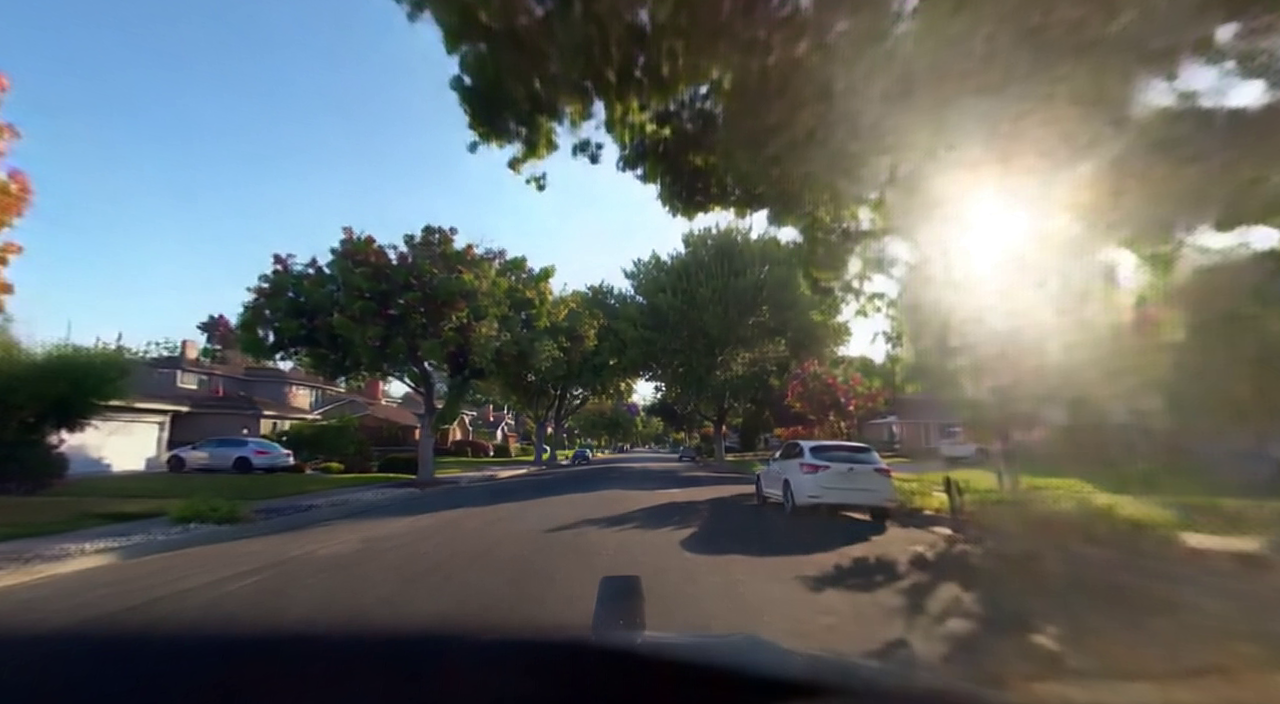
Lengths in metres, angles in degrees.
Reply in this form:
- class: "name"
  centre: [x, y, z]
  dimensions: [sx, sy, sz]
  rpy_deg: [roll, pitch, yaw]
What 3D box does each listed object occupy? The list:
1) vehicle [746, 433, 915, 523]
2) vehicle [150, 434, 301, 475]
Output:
- class: "vehicle"
  centre: [3.846, 2.639, 13.828]
  dimensions: [2.136, 1.596, 4.790]
  rpy_deg: [0, -9, -1]
- class: "vehicle"
  centre: [-16.692, 4.156, 25.674]
  dimensions: [4.607, 1.573, 2.058]
  rpy_deg: [1, -9, -4]
